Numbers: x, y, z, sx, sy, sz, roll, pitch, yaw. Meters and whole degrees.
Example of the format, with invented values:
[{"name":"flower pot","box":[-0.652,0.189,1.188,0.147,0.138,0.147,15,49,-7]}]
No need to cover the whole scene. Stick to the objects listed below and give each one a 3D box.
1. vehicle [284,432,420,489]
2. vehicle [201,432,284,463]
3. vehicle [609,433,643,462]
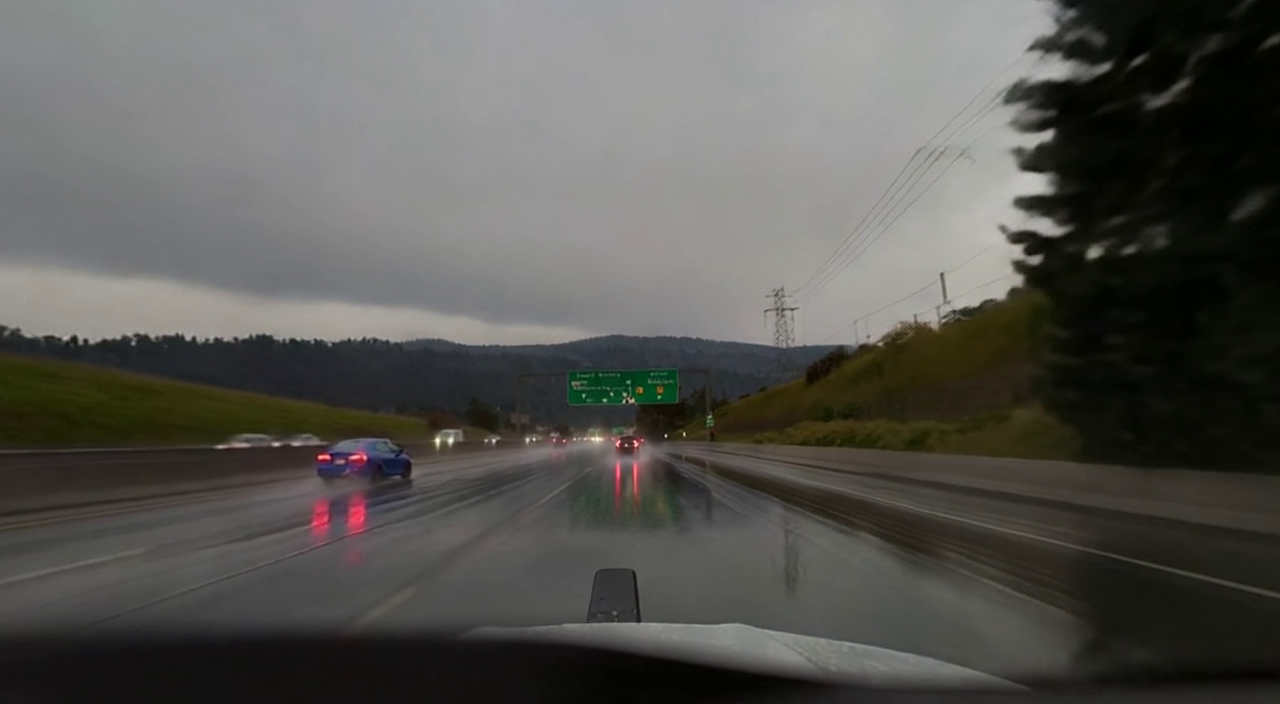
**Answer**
[{"name":"vehicle","box":[-8.316,3.154,18.722,2.047,1.486,4.306,0,-8,-1]},{"name":"vehicle","box":[-19.922,4.810,31.740,1.719,1.443,3.746,0,-8,0]},{"name":"vehicle","box":[-0.900,5.978,39.702,2.040,1.715,3.906,0,-8,-1]}]
